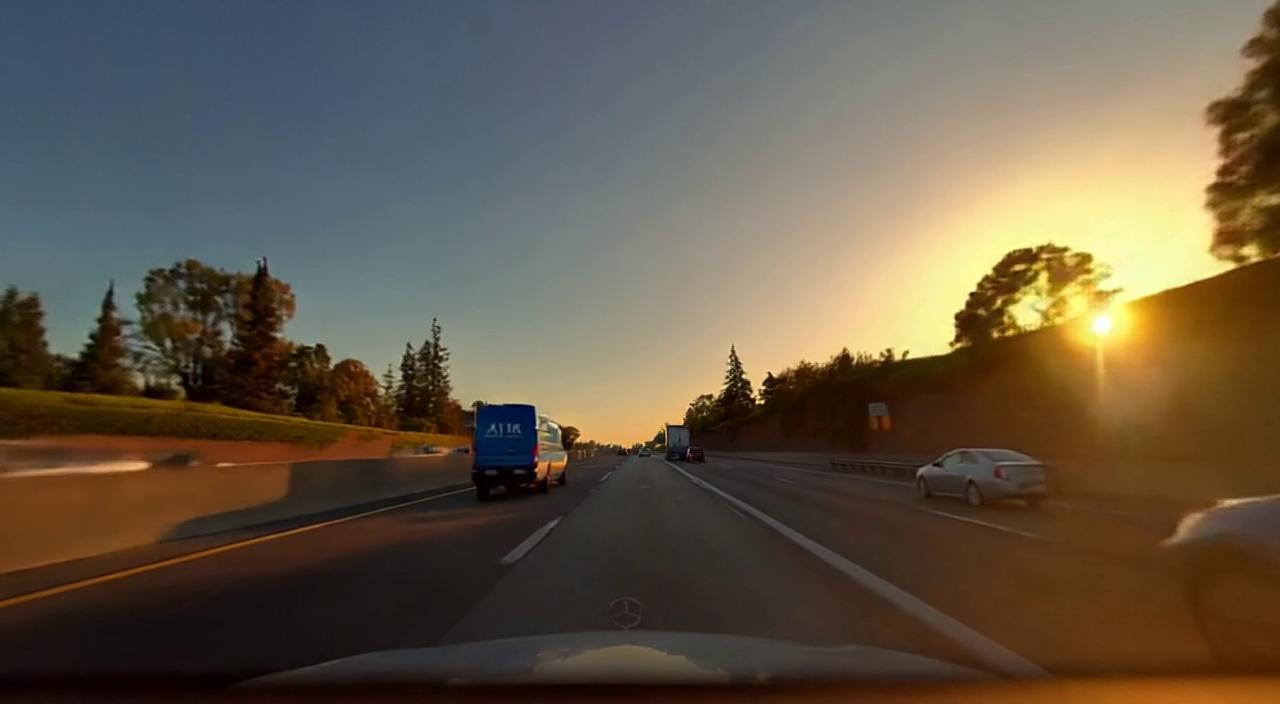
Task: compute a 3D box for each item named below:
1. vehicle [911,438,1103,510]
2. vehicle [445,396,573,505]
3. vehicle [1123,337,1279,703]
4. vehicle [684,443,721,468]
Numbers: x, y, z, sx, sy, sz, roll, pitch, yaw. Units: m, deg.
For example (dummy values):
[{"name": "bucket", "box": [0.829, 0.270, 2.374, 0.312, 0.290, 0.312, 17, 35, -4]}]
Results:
[{"name": "vehicle", "box": [8.721, 2.918, 15.558, 1.838, 1.490, 4.460, 0, -9, -3]}, {"name": "vehicle", "box": [-3.577, 2.937, 19.007, 2.380, 2.648, 6.879, 0, -9, 0]}, {"name": "vehicle", "box": [3.714, 0.540, 0.987, 2.025, 1.706, 4.797, 0, -9, -1]}, {"name": "vehicle", "box": [4.273, 7.182, 43.838, 2.066, 1.638, 4.158, 0, -9, -1]}]
